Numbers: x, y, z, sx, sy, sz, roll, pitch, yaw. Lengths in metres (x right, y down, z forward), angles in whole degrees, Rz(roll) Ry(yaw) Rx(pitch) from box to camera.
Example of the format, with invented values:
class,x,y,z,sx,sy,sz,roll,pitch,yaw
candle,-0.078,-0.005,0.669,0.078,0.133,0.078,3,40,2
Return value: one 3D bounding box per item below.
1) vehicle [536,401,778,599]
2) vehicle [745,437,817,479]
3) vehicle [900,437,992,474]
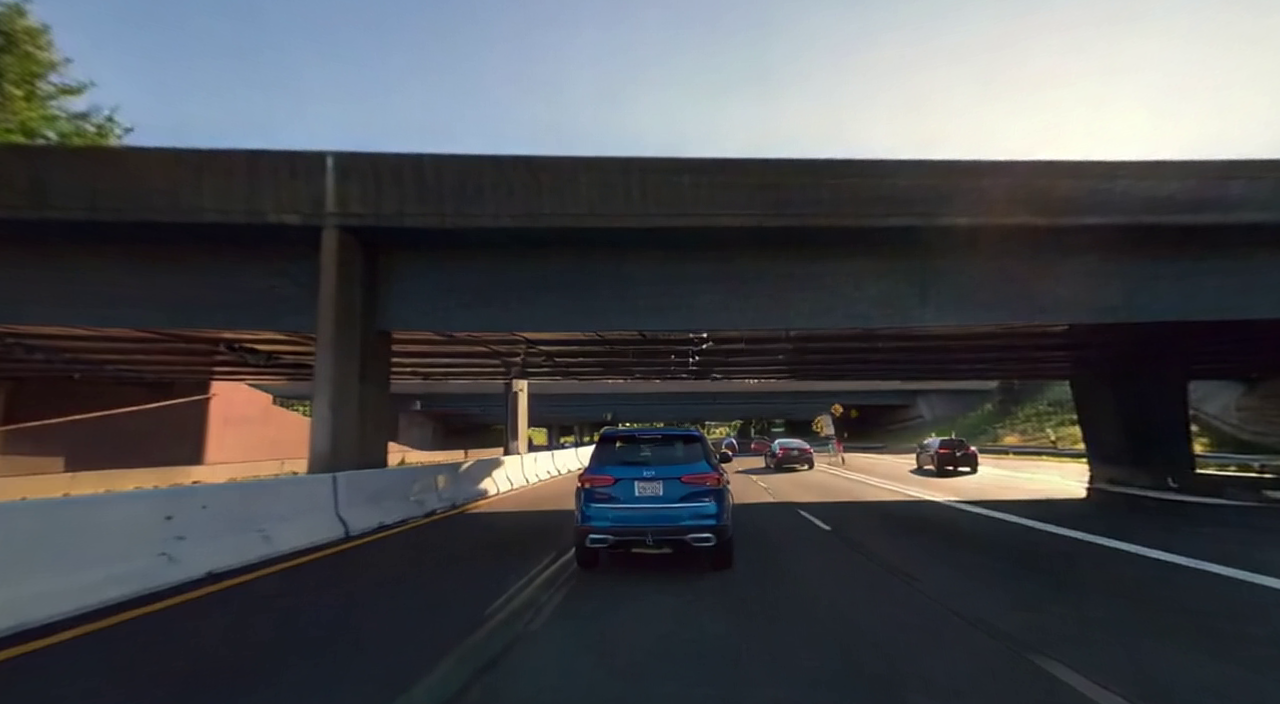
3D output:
class,x,y,z,sx,sy,sz,roll,pitch,yaw
vehicle,0.269,1.533,7.388,2.021,1.635,4.085,-1,-8,4
vehicle,5.300,4.026,24.218,1.962,1.442,4.536,-1,-8,3
vehicle,13.189,4.472,27.467,1.990,1.478,4.475,-1,-8,4
